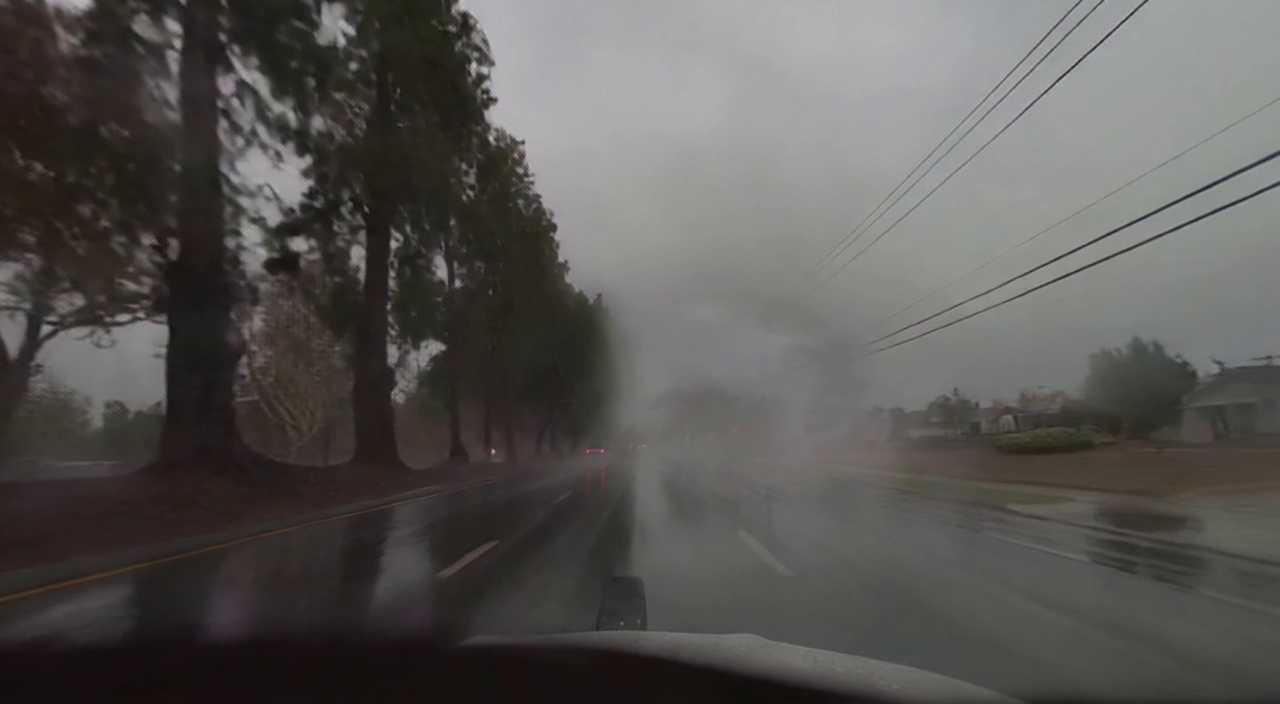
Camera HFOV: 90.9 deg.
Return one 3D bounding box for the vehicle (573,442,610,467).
[{"bbox_3d":[-3.141,6.755,41.686,2.007,1.514,4.049,0,-8,1],"label":"vehicle"}]
